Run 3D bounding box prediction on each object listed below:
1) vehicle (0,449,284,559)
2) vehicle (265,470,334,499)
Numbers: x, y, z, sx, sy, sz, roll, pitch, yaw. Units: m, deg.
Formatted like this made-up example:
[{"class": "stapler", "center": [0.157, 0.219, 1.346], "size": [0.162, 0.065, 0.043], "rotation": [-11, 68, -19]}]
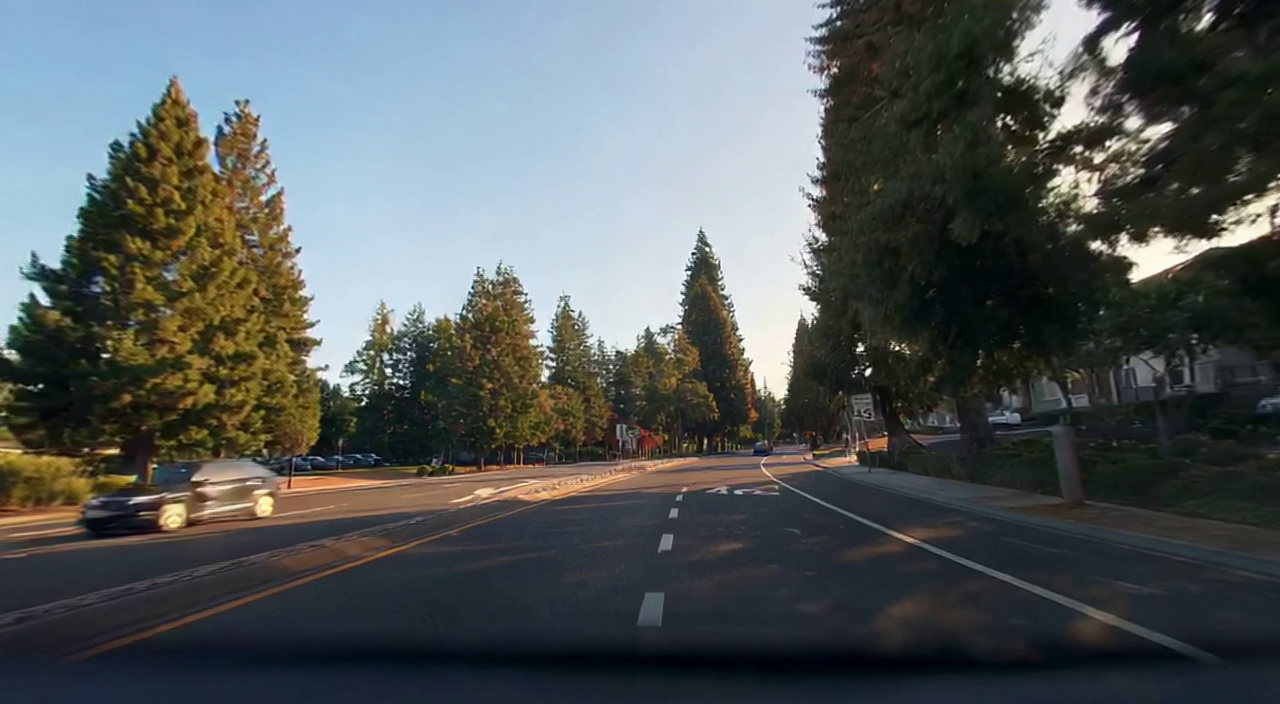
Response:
[{"class": "vehicle", "center": [-9.162, 2.666, 11.925], "size": [1.995, 1.639, 4.313], "rotation": [-1, -9, 7]}, {"class": "vehicle", "center": [-23.829, 9.272, 44.397], "size": [1.911, 1.583, 4.279], "rotation": [-8, -10, 12]}]
